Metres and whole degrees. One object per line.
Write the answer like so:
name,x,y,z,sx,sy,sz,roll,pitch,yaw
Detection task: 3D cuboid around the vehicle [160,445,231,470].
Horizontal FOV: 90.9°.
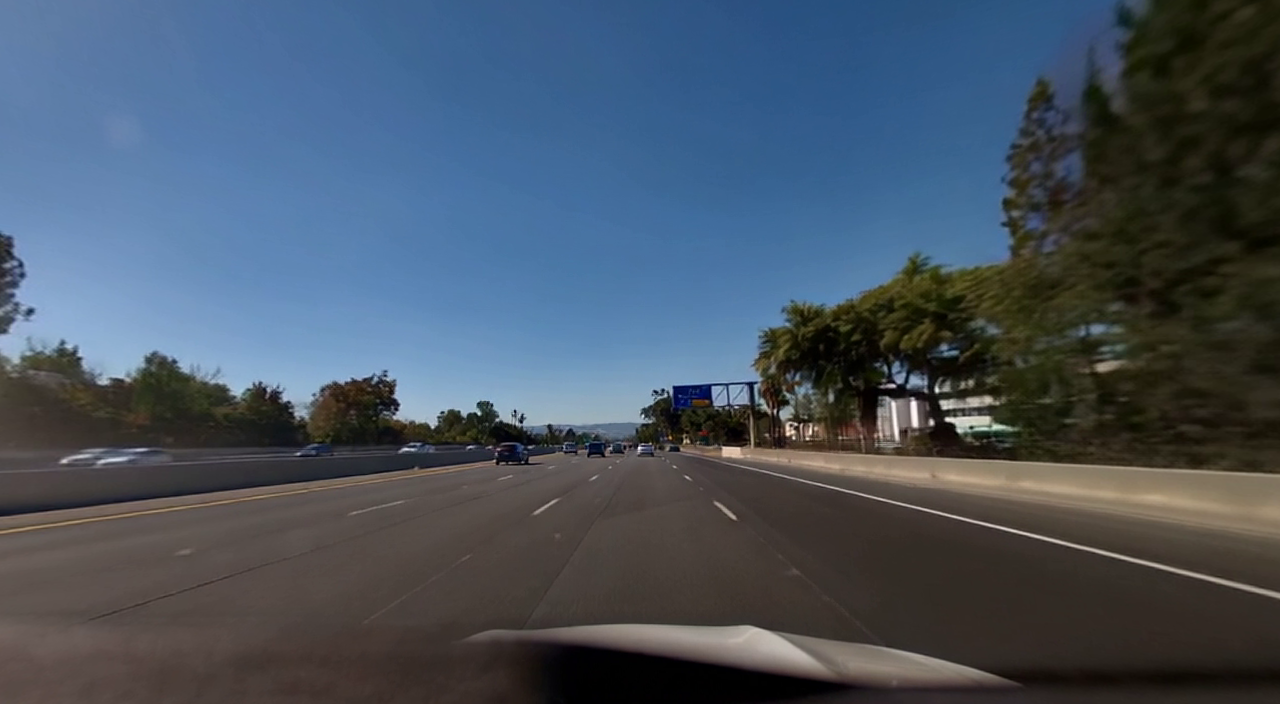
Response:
vehicle,-31.836,7.528,45.284,1.976,1.608,4.327,-1,-8,0

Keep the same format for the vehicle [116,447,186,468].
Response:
vehicle,-35.388,7.589,45.736,1.828,1.420,4.153,0,-9,-1
